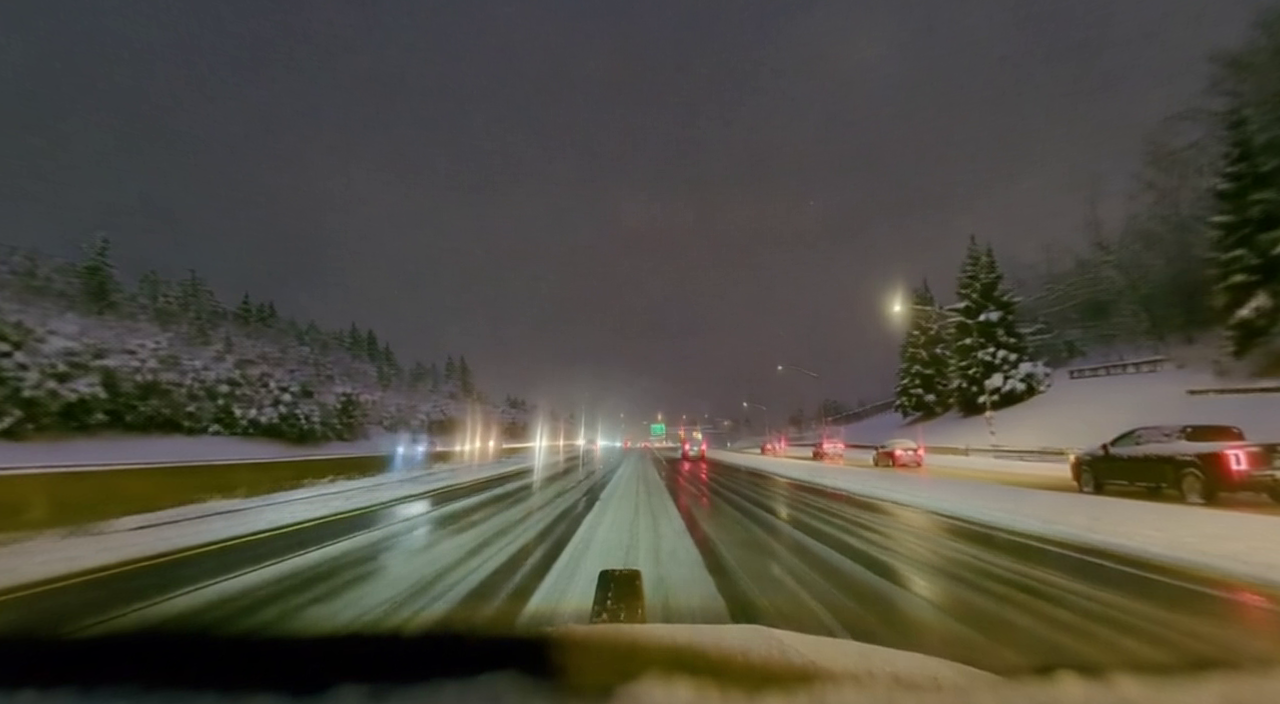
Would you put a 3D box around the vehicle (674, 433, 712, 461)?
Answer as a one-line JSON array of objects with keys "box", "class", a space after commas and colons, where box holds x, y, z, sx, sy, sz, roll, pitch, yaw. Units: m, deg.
[{"box": [3.487, 6.393, 42.437, 2.147, 1.794, 4.538, 1, -8, 0], "class": "vehicle"}]

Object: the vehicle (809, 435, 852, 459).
[{"box": [14.551, 7.259, 48.262, 2.020, 1.707, 4.424, 0, -8, 1], "class": "vehicle"}]

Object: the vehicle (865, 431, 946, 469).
[{"box": [13.432, 5.007, 32.188, 2.116, 1.754, 4.727, 0, -8, 1], "class": "vehicle"}]

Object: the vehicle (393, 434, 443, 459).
[{"box": [-17.326, 7.403, 49.329, 2.083, 1.785, 4.877, 0, -8, 1], "class": "vehicle"}]

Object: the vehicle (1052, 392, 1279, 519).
[{"box": [12.223, 2.201, 13.639, 2.442, 2.140, 6.462, 0, -8, 3], "class": "vehicle"}]
